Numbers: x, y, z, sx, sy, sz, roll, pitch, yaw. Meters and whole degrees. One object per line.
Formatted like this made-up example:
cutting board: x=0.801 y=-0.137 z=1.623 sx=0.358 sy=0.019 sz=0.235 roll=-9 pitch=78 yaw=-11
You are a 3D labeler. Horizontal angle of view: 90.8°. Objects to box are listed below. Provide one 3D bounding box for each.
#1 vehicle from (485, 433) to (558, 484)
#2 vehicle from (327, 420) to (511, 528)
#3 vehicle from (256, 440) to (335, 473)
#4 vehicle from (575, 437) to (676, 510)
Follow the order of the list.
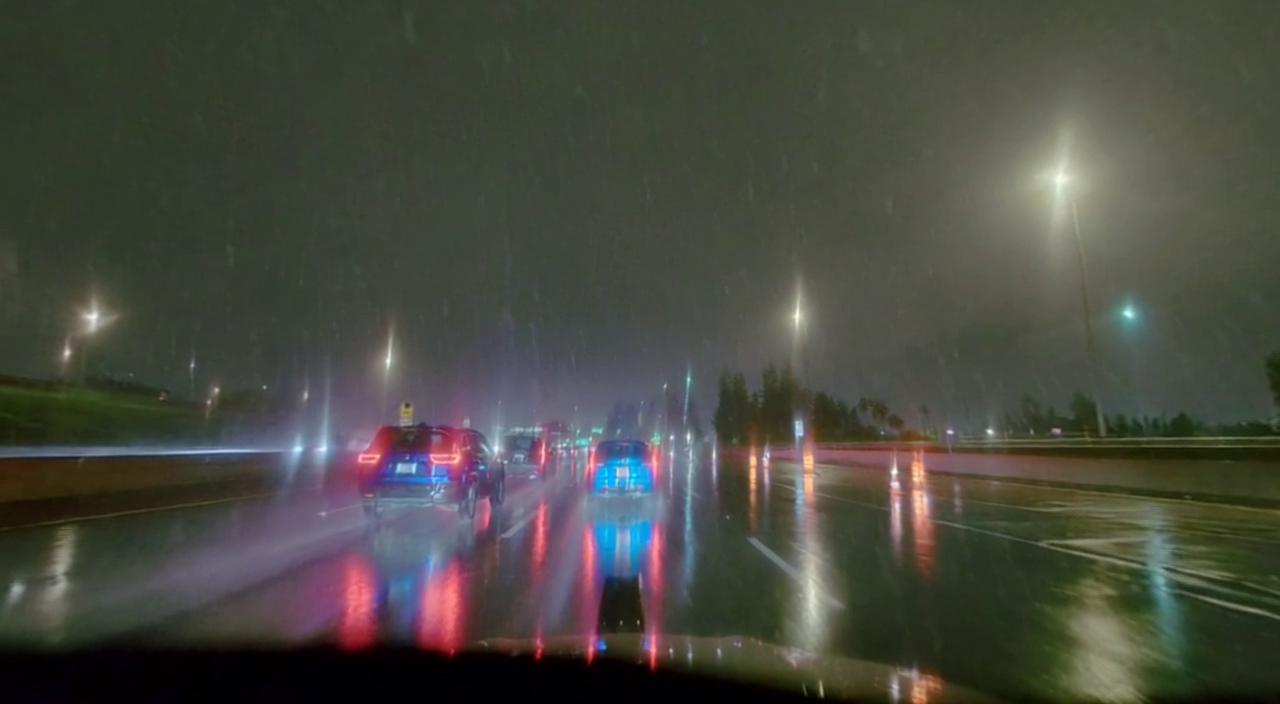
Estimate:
vehicle: x=-4.314 y=3.947 z=23.640 sx=1.982 sy=1.727 sz=4.057 roll=0 pitch=-9 yaw=-1
vehicle: x=-3.950 y=2.251 z=12.155 sx=2.025 sy=1.708 sz=4.089 roll=0 pitch=-9 yaw=0
vehicle: x=-18.798 y=5.680 z=34.685 sx=1.936 sy=1.710 sz=4.301 roll=0 pitch=-8 yaw=-1
vehicle: x=-0.370 y=2.803 z=15.086 sx=2.069 sy=1.484 sz=3.982 roll=0 pitch=-9 yaw=-2
